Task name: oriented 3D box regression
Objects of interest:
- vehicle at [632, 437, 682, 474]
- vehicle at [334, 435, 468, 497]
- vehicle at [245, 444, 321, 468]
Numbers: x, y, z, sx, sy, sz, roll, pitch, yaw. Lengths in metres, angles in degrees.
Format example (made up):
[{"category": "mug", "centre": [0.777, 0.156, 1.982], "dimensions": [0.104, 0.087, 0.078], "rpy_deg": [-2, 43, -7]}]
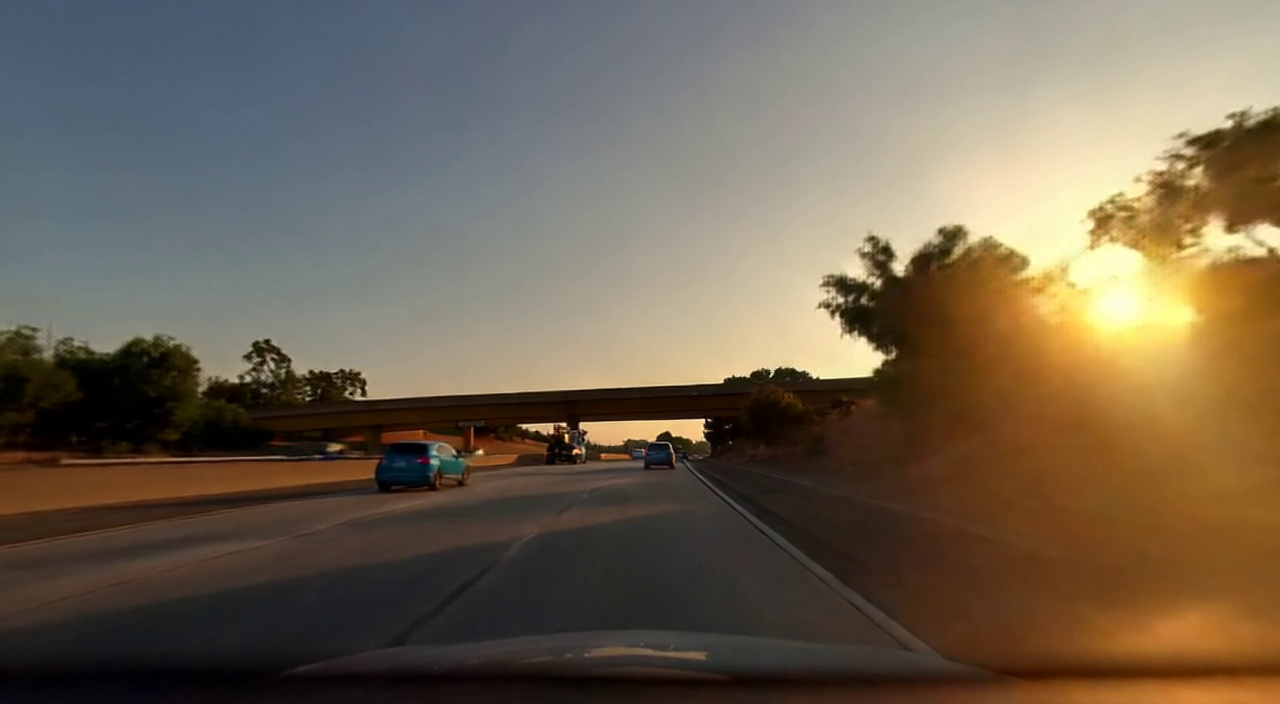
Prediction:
[{"category": "vehicle", "centre": [0.855, 5.167, 31.713], "dimensions": [2.336, 1.722, 4.212], "rpy_deg": [0, -8, 2]}, {"category": "vehicle", "centre": [-6.986, 3.369, 19.089], "dimensions": [2.115, 1.644, 4.513], "rpy_deg": [0, -8, 3]}, {"category": "vehicle", "centre": [-24.212, 7.055, 43.069], "dimensions": [1.950, 1.527, 5.235], "rpy_deg": [0, -8, 2]}]
